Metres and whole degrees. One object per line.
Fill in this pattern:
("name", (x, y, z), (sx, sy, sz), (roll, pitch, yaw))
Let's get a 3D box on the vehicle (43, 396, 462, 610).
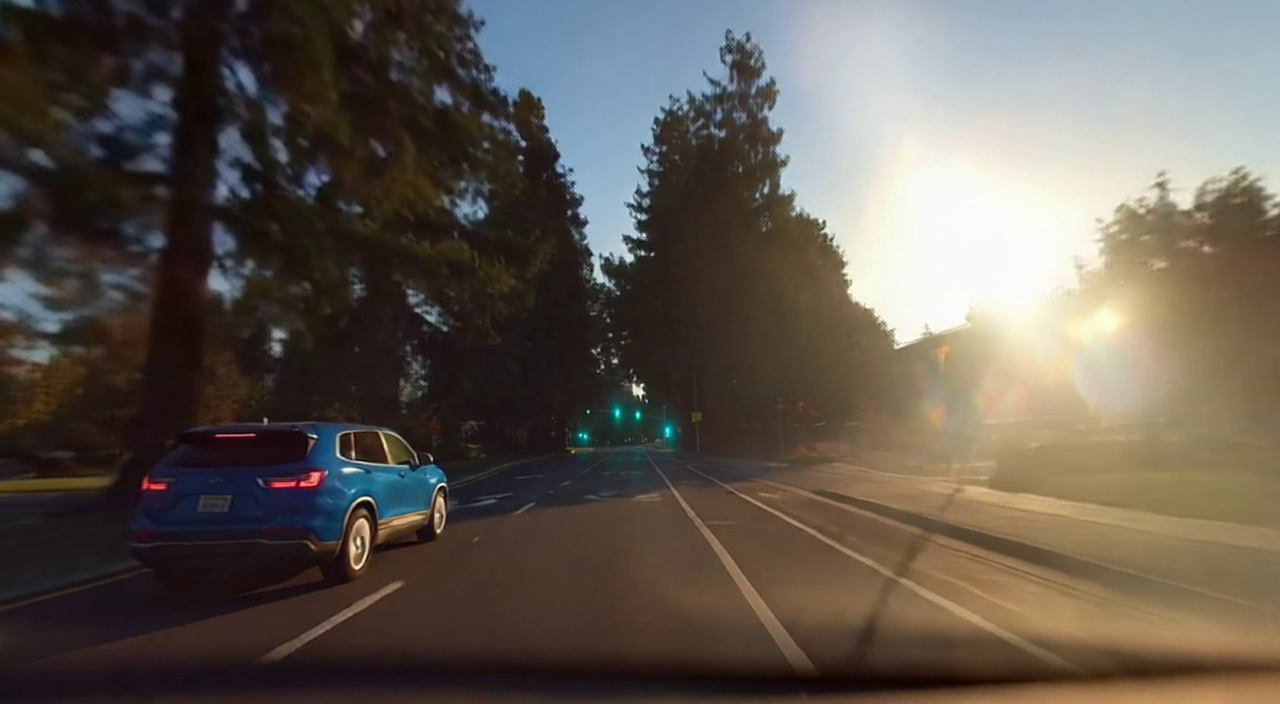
("vehicle", (-3.800, 1.563, 7.440), (2.121, 1.724, 4.392), (-1, -8, 0))
